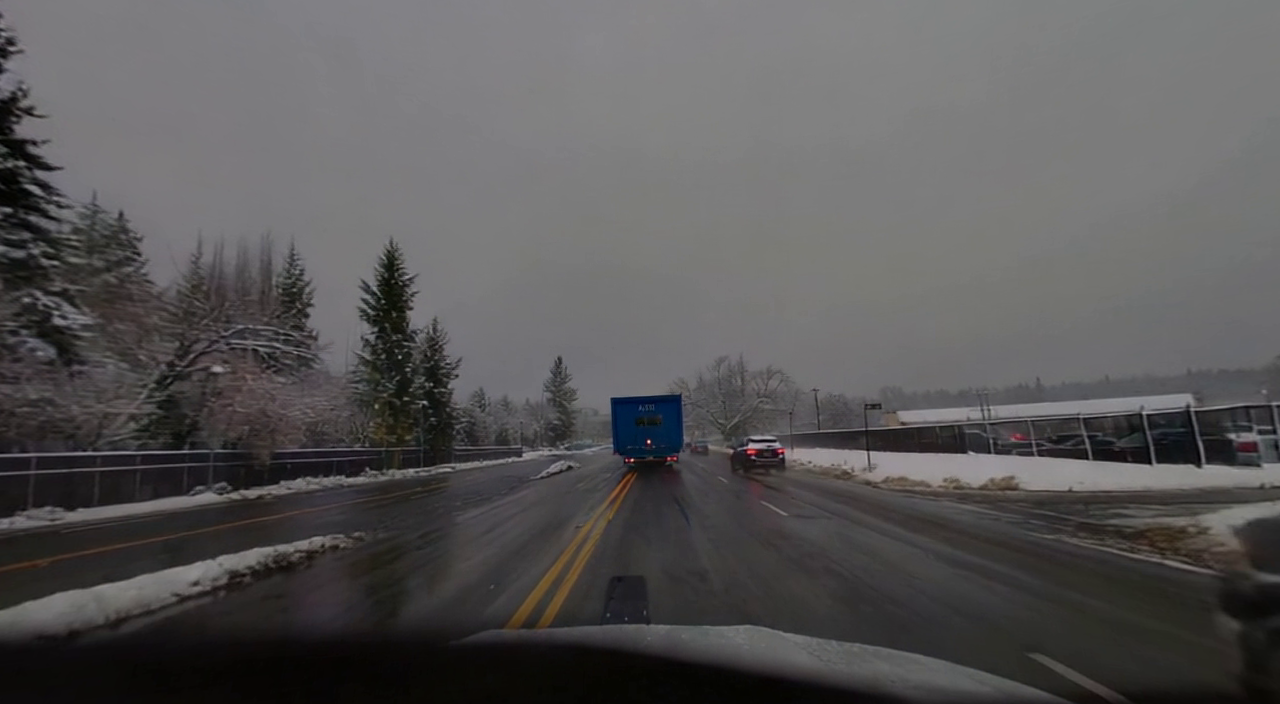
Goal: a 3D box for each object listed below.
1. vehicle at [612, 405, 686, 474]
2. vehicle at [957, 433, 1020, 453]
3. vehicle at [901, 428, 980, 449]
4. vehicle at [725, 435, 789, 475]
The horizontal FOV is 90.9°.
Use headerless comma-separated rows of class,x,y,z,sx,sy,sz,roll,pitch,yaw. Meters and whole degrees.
vehicle,0.526,4.300,30.961,3.197,2.963,7.055,0,-8,2
vehicle,23.315,6.095,42.183,3.251,1.321,1.555,-1,-9,0
vehicle,22.792,6.590,47.985,4.995,1.543,1.899,0,-9,1
vehicle,5.190,4.622,28.595,2.076,1.661,4.524,0,-8,0
